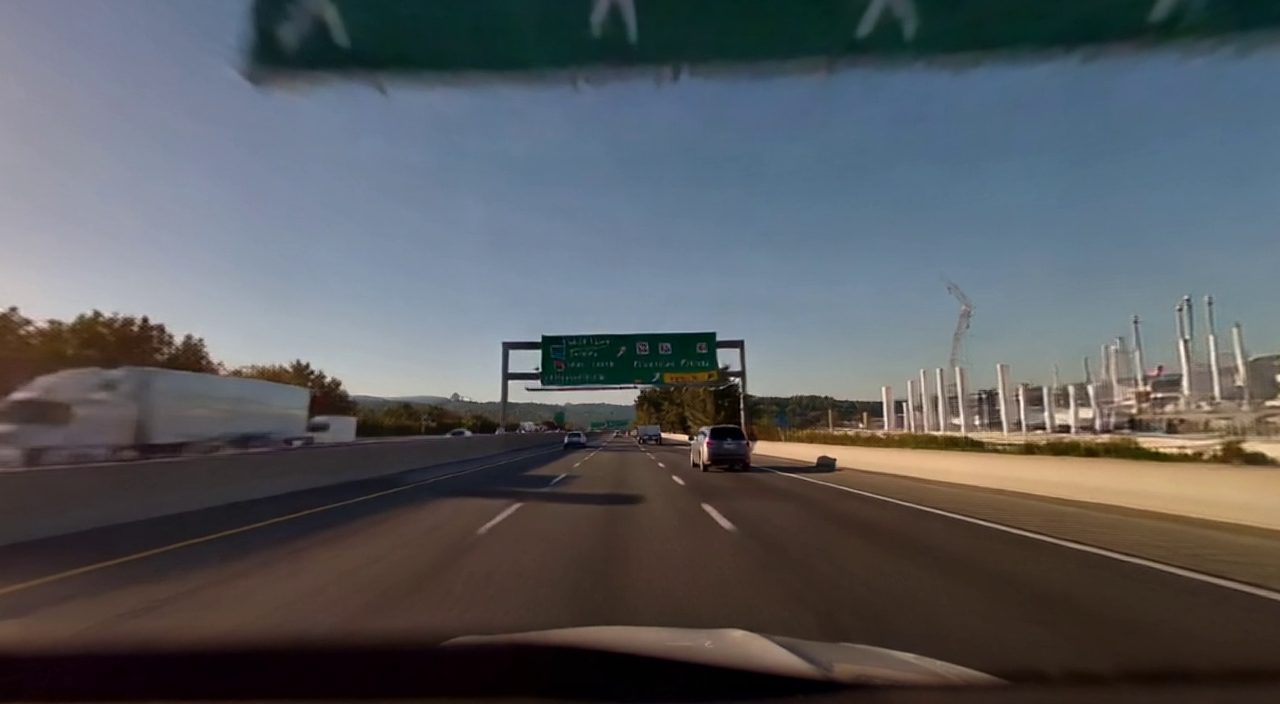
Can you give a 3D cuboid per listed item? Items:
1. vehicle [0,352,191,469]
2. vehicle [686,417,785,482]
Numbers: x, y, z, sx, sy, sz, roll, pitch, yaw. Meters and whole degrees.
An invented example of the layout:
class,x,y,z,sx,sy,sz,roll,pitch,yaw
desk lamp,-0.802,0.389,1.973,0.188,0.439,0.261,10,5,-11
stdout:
class,x,y,z,sx,sy,sz,roll,pitch,yaw
vehicle,-21.109,2.367,24.355,3.001,3.983,5.879,0,-8,-1
vehicle,2.589,2.759,18.192,2.022,1.637,4.229,0,-8,-2
